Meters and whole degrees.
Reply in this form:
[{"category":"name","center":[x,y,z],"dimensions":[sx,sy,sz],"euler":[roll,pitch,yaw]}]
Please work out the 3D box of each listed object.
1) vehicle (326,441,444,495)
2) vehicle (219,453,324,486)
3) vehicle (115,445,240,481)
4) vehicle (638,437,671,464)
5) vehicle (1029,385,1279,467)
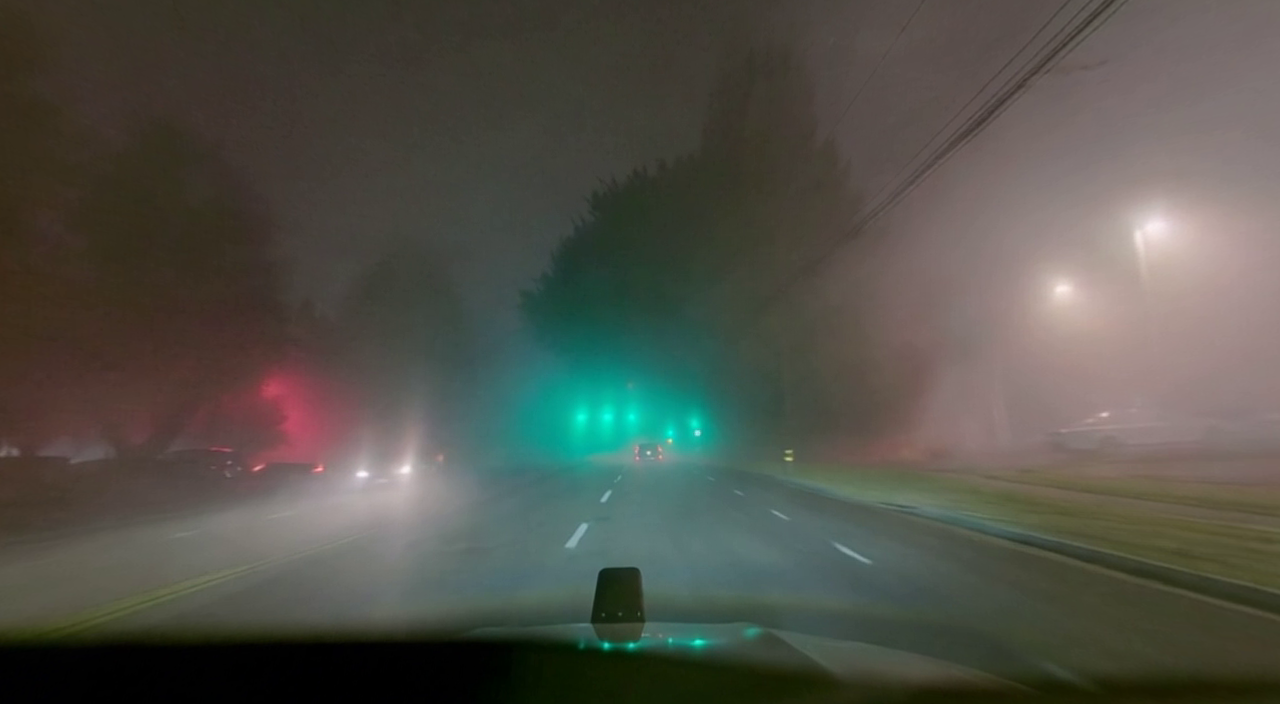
[{"category":"vehicle","center":[-10.306,4.706,26.222],"dimensions":[2.337,1.963,5.862],"euler":[-1,-8,2]},{"category":"vehicle","center":[-20.863,6.673,35.947],"dimensions":[4.797,1.518,1.957],"euler":[-3,-8,0]},{"category":"vehicle","center":[-26.521,6.371,36.400],"dimensions":[5.412,1.959,2.230],"euler":[0,-8,0]},{"category":"vehicle","center":[1.004,7.040,45.126],"dimensions":[2.215,1.799,4.426],"euler":[0,-8,0]},{"category":"vehicle","center":[16.743,2.413,20.516],"dimensions":[6.339,2.103,2.660],"euler":[-4,-8,0]}]
